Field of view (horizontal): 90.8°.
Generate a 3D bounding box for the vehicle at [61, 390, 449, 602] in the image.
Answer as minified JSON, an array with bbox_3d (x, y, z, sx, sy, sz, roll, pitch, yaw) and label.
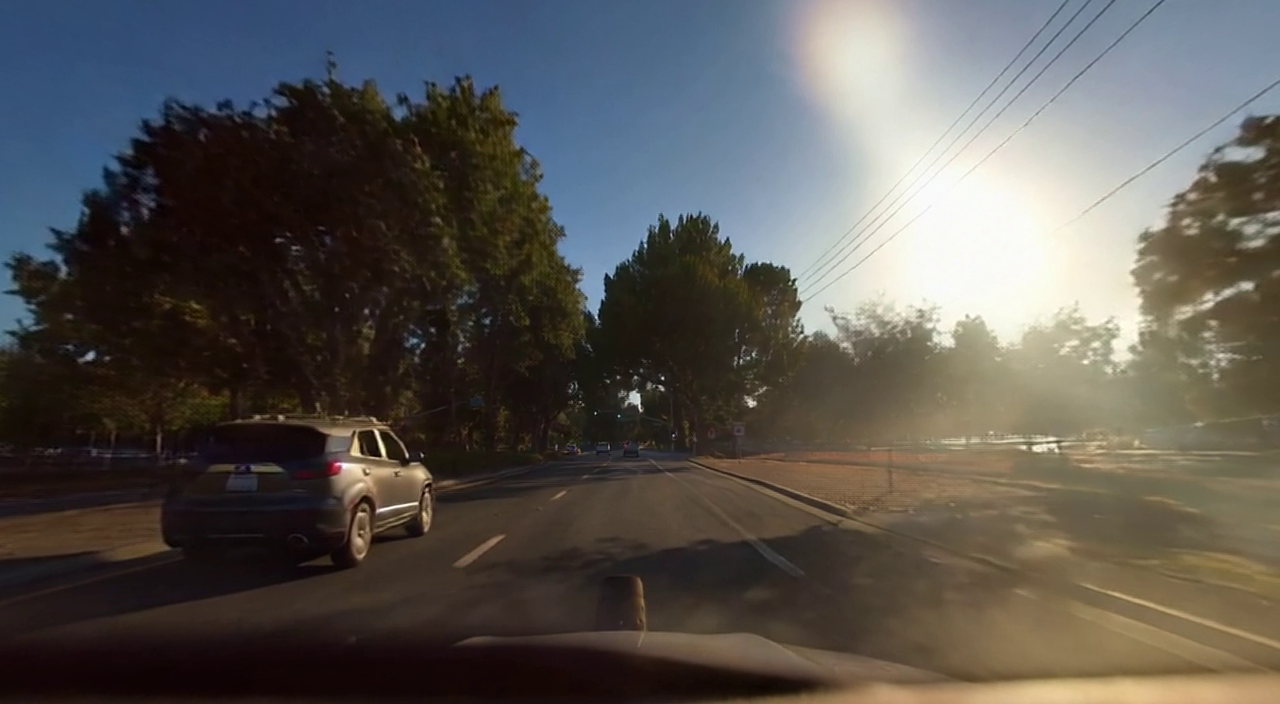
[{"bbox_3d":[-3.838,1.500,7.335,2.018,1.769,3.897,0,-8,-1],"label":"vehicle"}]
